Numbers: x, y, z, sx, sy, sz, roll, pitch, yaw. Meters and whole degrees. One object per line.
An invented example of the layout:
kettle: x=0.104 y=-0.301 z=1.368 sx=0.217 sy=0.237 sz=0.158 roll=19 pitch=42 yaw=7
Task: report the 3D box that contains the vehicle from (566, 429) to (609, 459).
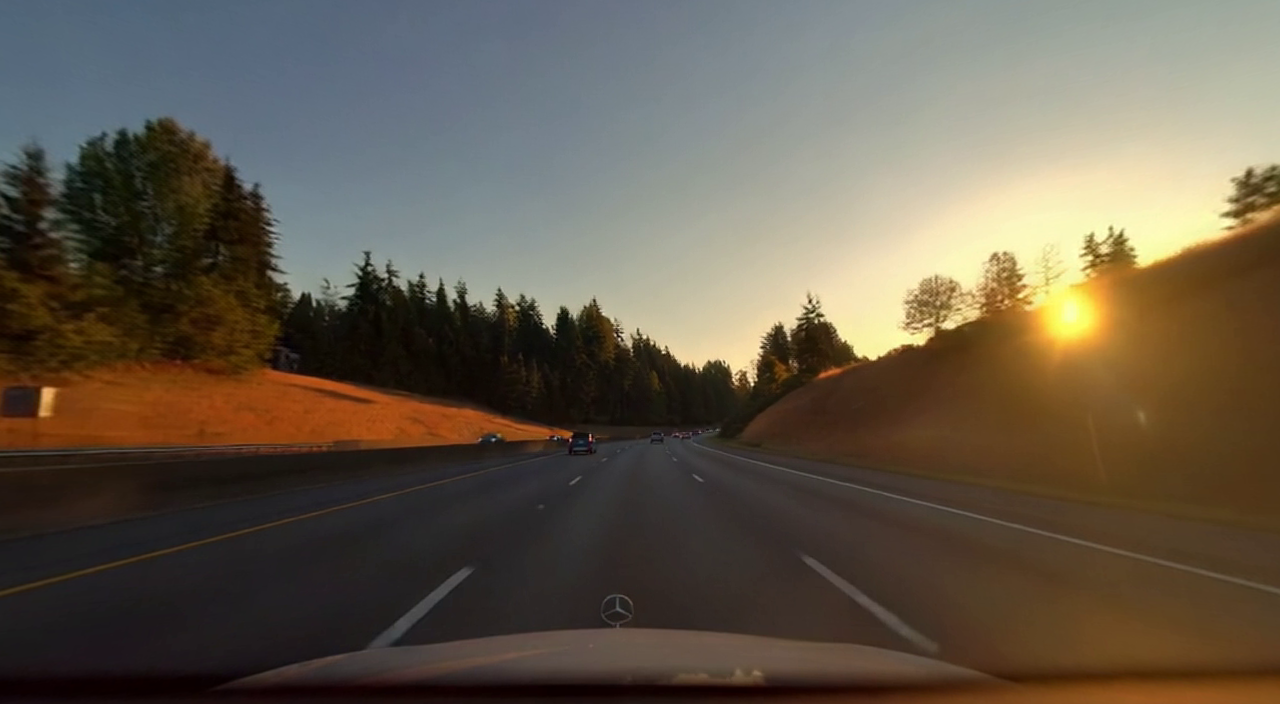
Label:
vehicle: x=-2.993 y=5.322 z=36.714 sx=2.084 sy=1.654 sz=4.080 roll=0 pitch=-8 yaw=0
